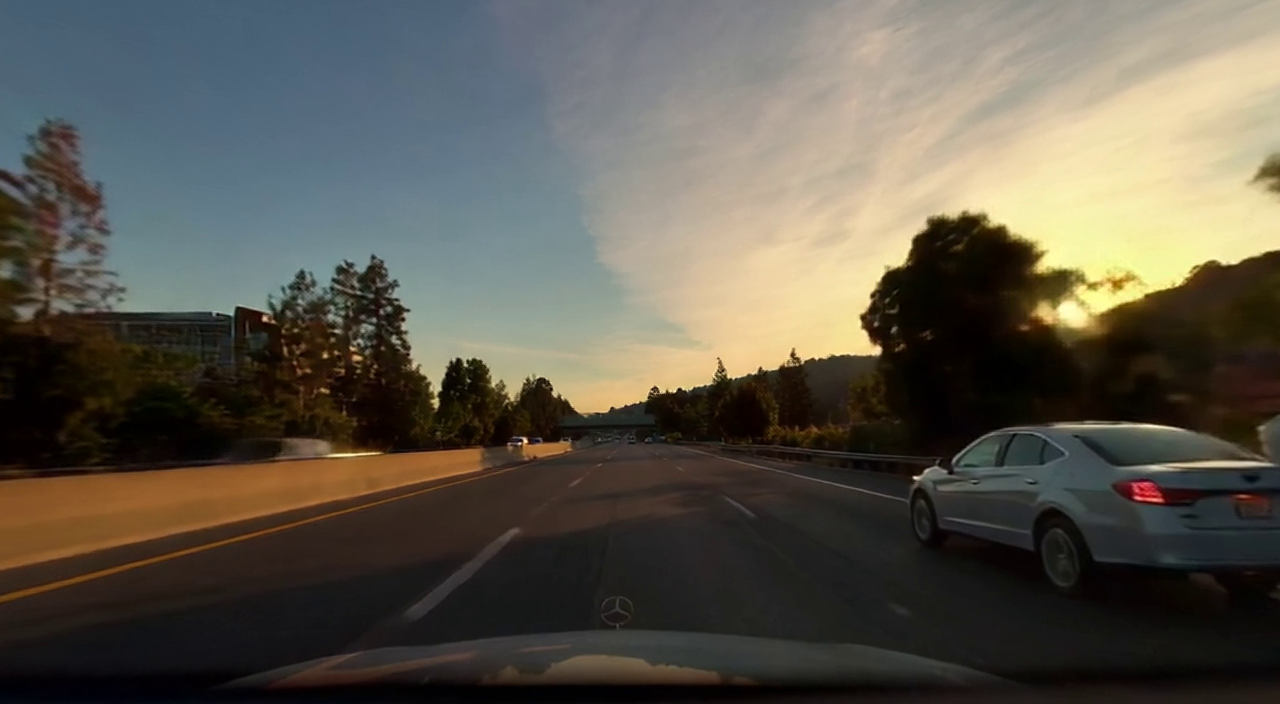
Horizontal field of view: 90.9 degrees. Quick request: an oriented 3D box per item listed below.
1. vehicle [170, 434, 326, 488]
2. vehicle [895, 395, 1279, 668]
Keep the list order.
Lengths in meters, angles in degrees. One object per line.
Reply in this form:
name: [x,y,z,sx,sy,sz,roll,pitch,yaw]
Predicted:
vehicle: [-12.195,3.390,20.039,2.052,1.506,4.537,0,-8,0]
vehicle: [4.511,1.366,6.082,2.095,1.587,4.638,0,-8,-1]
